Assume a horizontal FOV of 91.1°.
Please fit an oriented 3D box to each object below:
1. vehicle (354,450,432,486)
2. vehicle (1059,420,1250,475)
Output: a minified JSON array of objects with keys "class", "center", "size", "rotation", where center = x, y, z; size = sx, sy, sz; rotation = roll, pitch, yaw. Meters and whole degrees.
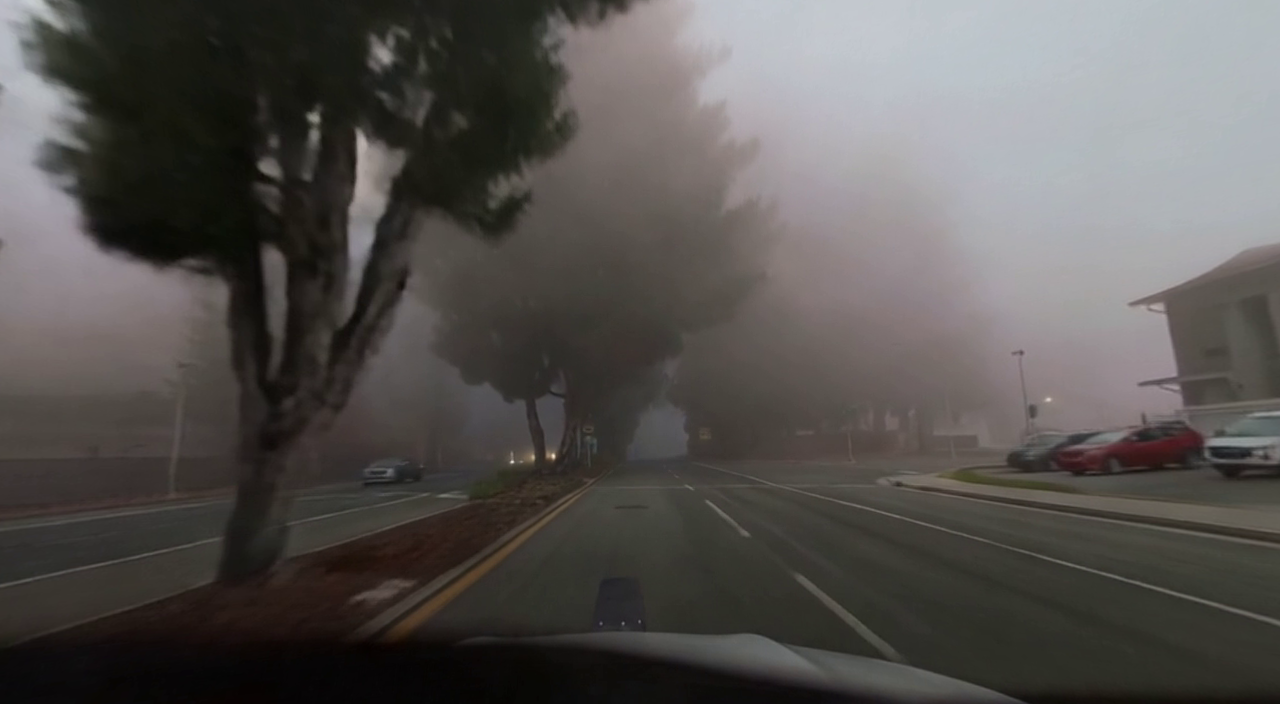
[{"class":"vehicle","center":[-12.590,5.919,32.389],"size":[2.007,1.655,4.649],"rotation":[0,-8,2]},{"class":"vehicle","center":[17.588,3.275,21.622],"size":[4.868,1.768,2.030],"rotation":[0,-8,-4]}]
